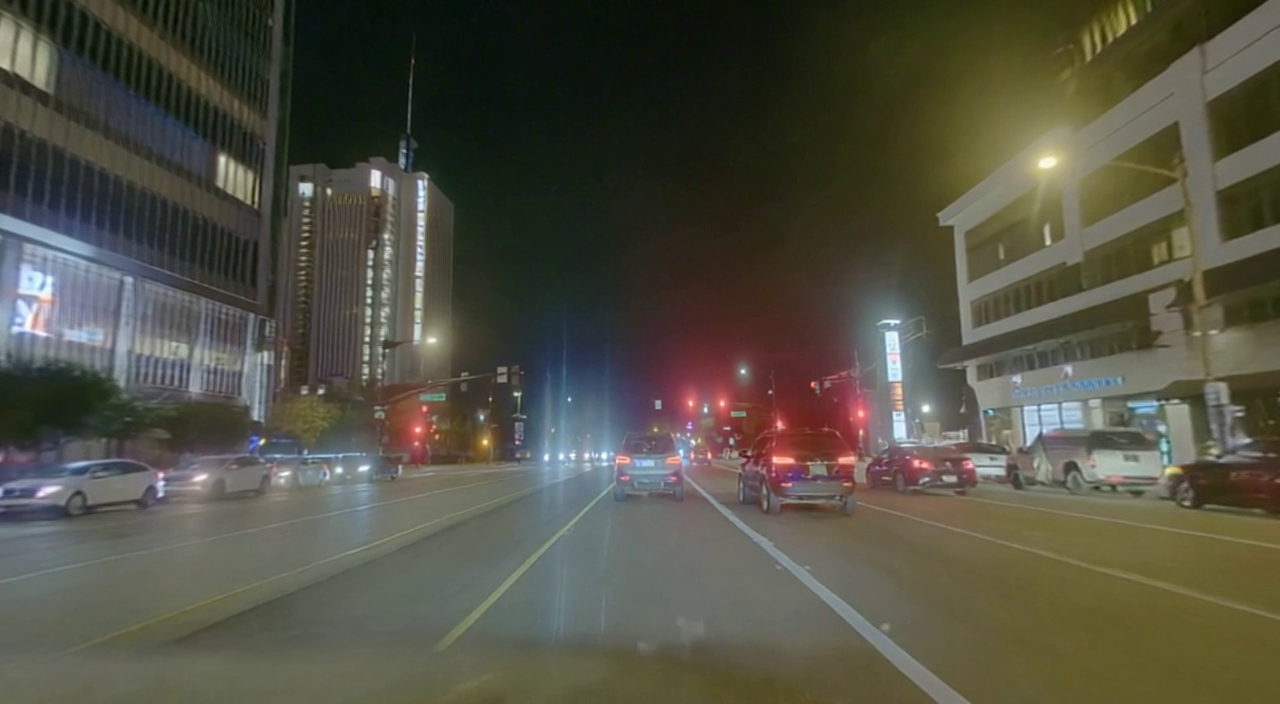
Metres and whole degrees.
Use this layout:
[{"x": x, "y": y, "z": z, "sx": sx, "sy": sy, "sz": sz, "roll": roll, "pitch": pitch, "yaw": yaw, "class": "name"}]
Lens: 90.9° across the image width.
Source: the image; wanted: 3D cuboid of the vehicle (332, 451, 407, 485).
[{"x": -15.206, "y": 6.525, "z": 35.811, "sx": 2.096, "sy": 1.416, "sz": 4.885, "roll": 1, "pitch": -6, "yaw": 1, "class": "vehicle"}]

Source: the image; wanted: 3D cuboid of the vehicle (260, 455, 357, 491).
[{"x": -15.187, "y": 5.537, "z": 29.267, "sx": 1.792, "sy": 1.429, "sz": 5.161, "roll": 0, "pitch": -9, "yaw": -1, "class": "vehicle"}]

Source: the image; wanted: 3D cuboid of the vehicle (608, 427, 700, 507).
[{"x": 0.314, "y": 3.033, "z": 17.162, "sx": 2.157, "sy": 1.863, "sz": 4.665, "roll": 0, "pitch": -8, "yaw": 0, "class": "vehicle"}]

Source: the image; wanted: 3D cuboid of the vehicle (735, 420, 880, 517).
[{"x": 3.751, "y": 2.706, "z": 15.303, "sx": 2.115, "sy": 1.932, "sz": 5.189, "roll": 0, "pitch": -8, "yaw": 0, "class": "vehicle"}]

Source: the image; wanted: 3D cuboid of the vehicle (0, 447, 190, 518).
[{"x": -15.394, "y": 3.584, "z": 17.961, "sx": 1.698, "sy": 1.466, "sz": 4.713, "roll": 1, "pitch": -6, "yaw": 0, "class": "vehicle"}]

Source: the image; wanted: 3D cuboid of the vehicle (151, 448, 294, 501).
[{"x": -15.326, "y": 4.481, "z": 23.602, "sx": 1.825, "sy": 1.685, "sz": 5.220, "roll": 1, "pitch": -8, "yaw": -1, "class": "vehicle"}]

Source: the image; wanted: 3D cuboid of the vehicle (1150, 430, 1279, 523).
[{"x": 13.909, "y": 2.560, "z": 13.134, "sx": 2.151, "sy": 1.833, "sz": 5.323, "roll": -1, "pitch": -10, "yaw": 1, "class": "vehicle"}]

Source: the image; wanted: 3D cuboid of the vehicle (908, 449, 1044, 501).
[{"x": 10.469, "y": 3.828, "z": 20.109, "sx": 1.863, "sy": 1.426, "sz": 4.494, "roll": 0, "pitch": -8, "yaw": 0, "class": "vehicle"}]

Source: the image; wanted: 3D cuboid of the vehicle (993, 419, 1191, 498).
[{"x": 14.119, "y": 3.414, "z": 20.329, "sx": 2.172, "sy": 2.060, "sz": 5.546, "roll": -4, "pitch": -10, "yaw": 1, "class": "vehicle"}]
